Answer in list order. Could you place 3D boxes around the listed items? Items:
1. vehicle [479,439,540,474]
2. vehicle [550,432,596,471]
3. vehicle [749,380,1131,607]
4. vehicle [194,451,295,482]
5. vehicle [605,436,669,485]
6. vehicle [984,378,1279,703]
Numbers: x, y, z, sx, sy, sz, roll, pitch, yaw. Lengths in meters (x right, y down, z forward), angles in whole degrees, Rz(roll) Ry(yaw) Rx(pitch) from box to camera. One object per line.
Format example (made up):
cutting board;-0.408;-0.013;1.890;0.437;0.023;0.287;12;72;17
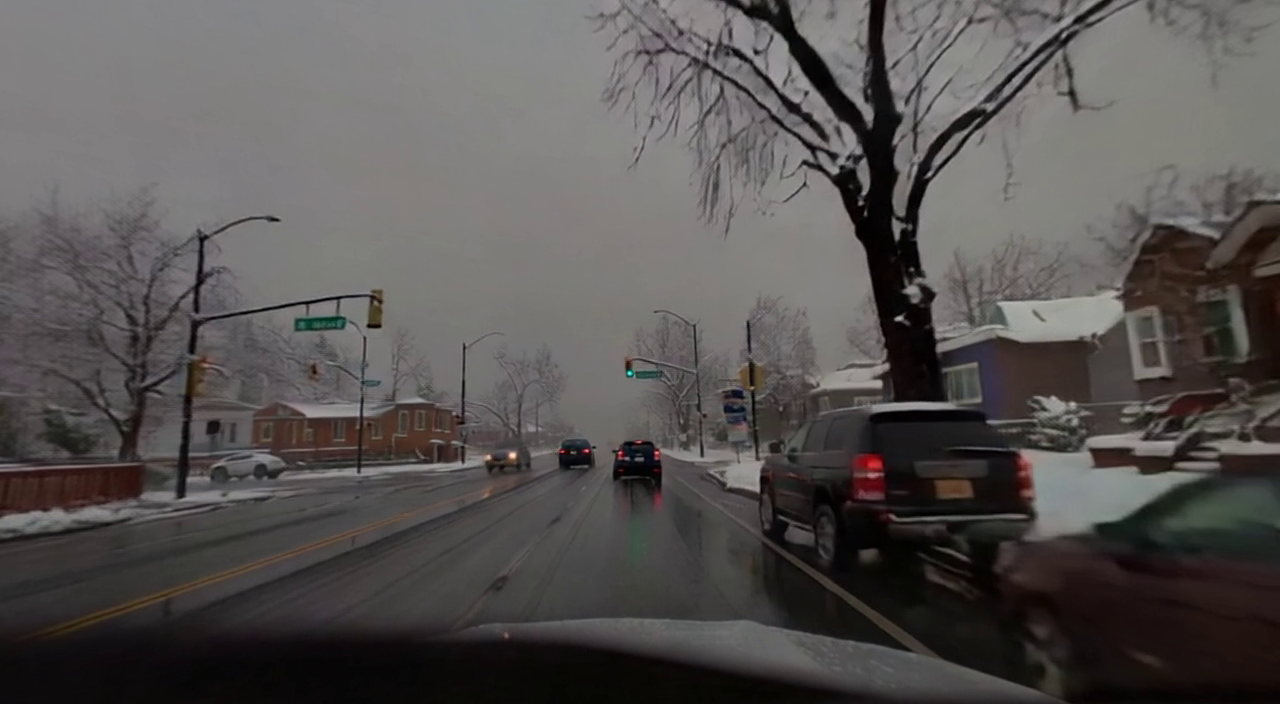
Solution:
vehicle;-6.442;5.206;31.655;2.048;1.601;5.047;0;-8;-1
vehicle;-3.347;5.072;32.161;1.983;1.841;4.013;0;-8;-1
vehicle;2.808;1.471;7.446;2.066;1.796;4.719;0;-8;-2
vehicle;-23.138;6.693;36.928;4.537;1.755;1.933;0;-8;0
vehicle;-0.174;3.704;21.803;1.998;1.518;4.015;0;-8;-2
vehicle;2.932;0.743;1.274;1.842;1.511;4.565;0;-8;-1
